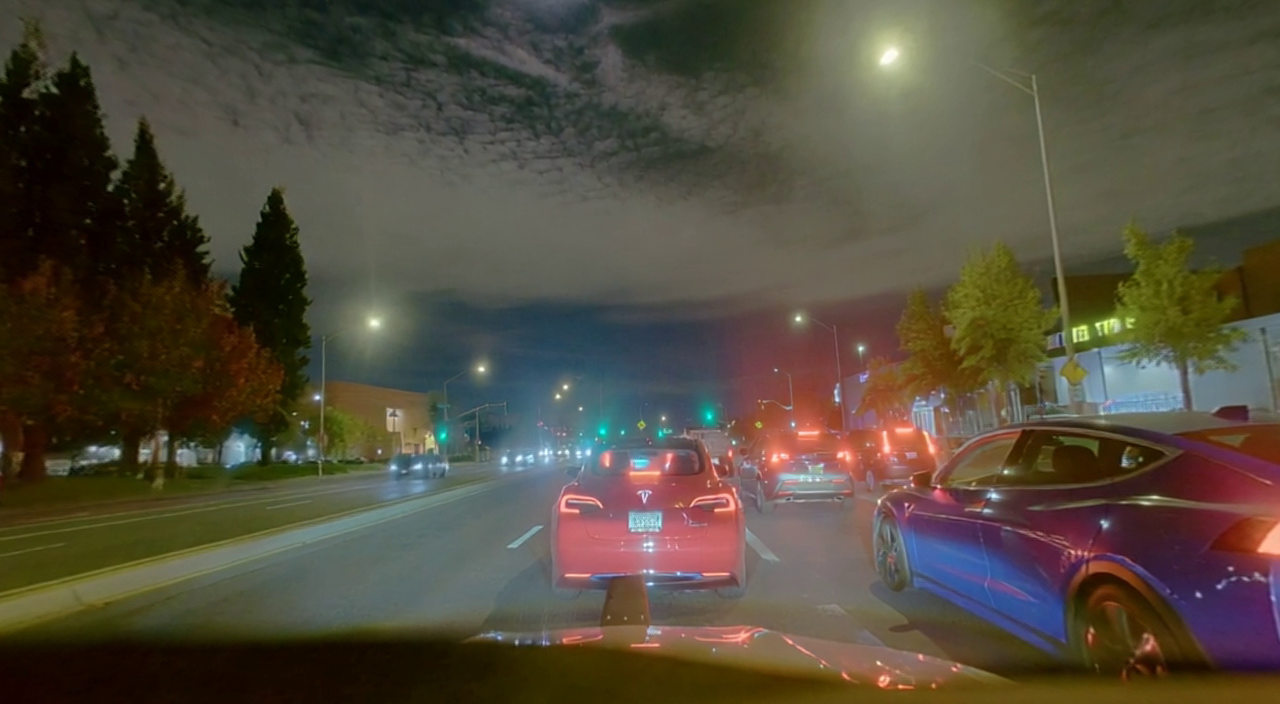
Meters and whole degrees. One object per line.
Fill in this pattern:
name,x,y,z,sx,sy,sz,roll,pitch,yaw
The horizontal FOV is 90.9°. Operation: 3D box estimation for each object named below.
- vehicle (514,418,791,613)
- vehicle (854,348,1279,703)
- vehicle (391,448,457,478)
vehicle,0.105,1.558,6.916,2.137,1.488,3.938,0,-8,0
vehicle,3.183,1.098,4.046,2.038,1.651,4.455,0,-8,0
vehicle,-11.588,5.988,34.191,1.892,1.479,4.355,-1,-8,2
